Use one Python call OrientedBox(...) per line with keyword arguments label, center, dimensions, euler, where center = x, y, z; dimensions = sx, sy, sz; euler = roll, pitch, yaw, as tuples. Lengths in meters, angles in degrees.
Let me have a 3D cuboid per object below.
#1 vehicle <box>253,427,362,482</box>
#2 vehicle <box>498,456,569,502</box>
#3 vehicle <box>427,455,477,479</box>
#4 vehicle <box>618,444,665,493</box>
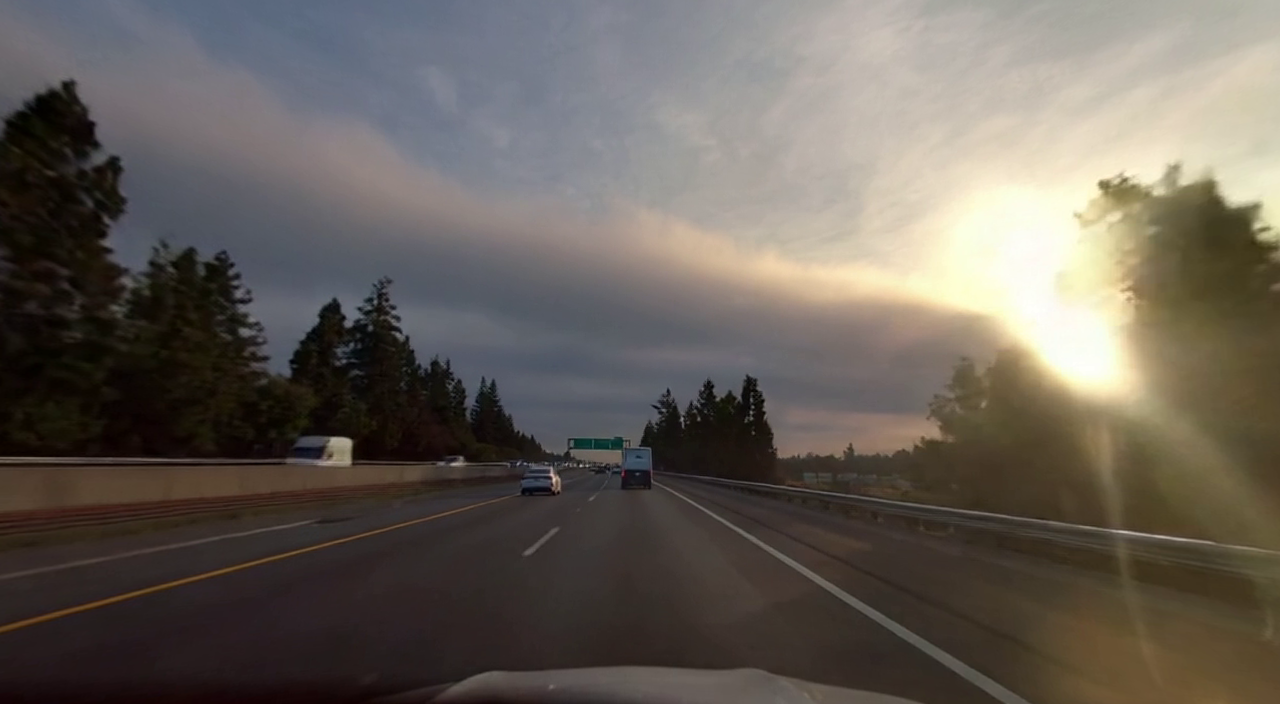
OrientedBox(label="vehicle", center=(-17.338, 5.478, 33.304), dimensions=(2.482, 2.549, 5.866), euler=(1, -10, 0))
OrientedBox(label="vehicle", center=(-4.103, 5.014, 25.032), dimensions=(2.100, 1.605, 3.883), euler=(1, -10, 0))
OrientedBox(label="vehicle", center=(-12.674, 7.820, 42.750), dimensions=(1.918, 1.510, 4.728), euler=(1, -10, 0))
OrientedBox(label="vehicle", center=(-0.007, 6.773, 36.716), dimensions=(2.482, 2.549, 5.447), euler=(1, -10, -2))
